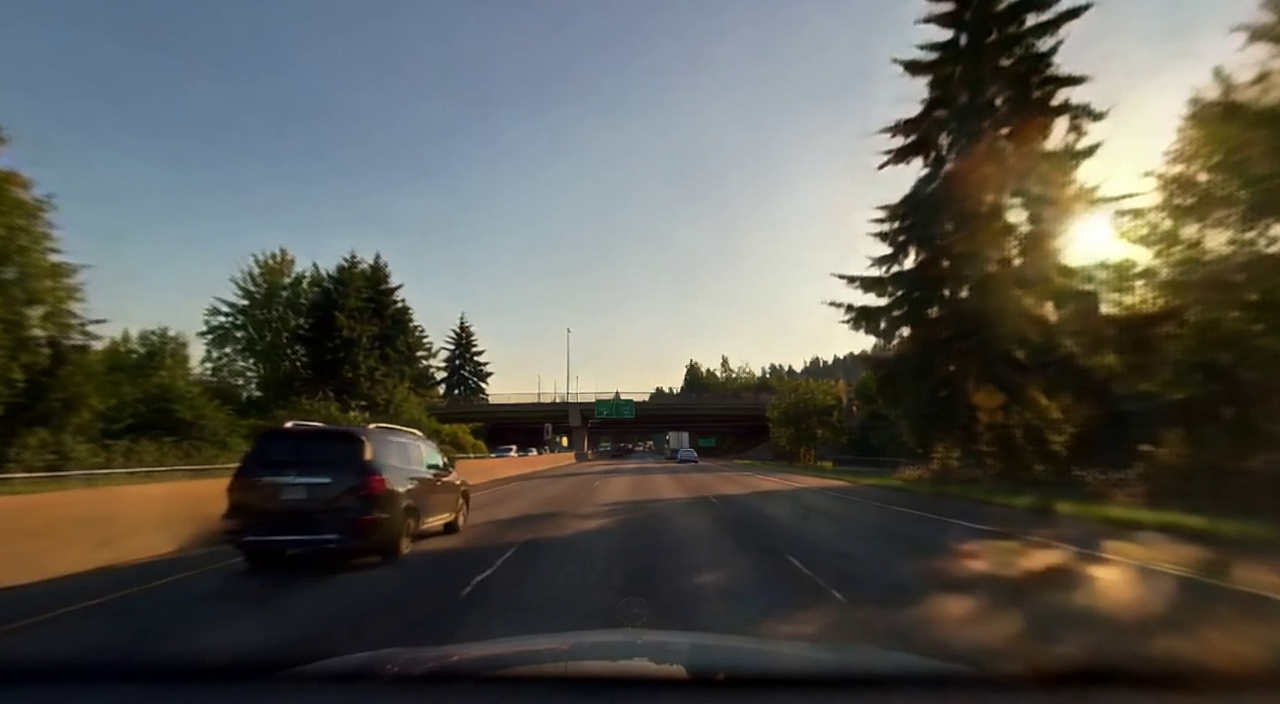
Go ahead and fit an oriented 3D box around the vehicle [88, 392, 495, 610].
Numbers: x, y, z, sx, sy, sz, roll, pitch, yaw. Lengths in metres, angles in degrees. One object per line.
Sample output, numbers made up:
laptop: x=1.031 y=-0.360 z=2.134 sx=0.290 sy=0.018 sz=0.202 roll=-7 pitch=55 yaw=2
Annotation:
vehicle: x=-3.408 y=1.576 z=7.541 sx=2.238 sy=1.792 sz=4.518 roll=0 pitch=-9 yaw=0
